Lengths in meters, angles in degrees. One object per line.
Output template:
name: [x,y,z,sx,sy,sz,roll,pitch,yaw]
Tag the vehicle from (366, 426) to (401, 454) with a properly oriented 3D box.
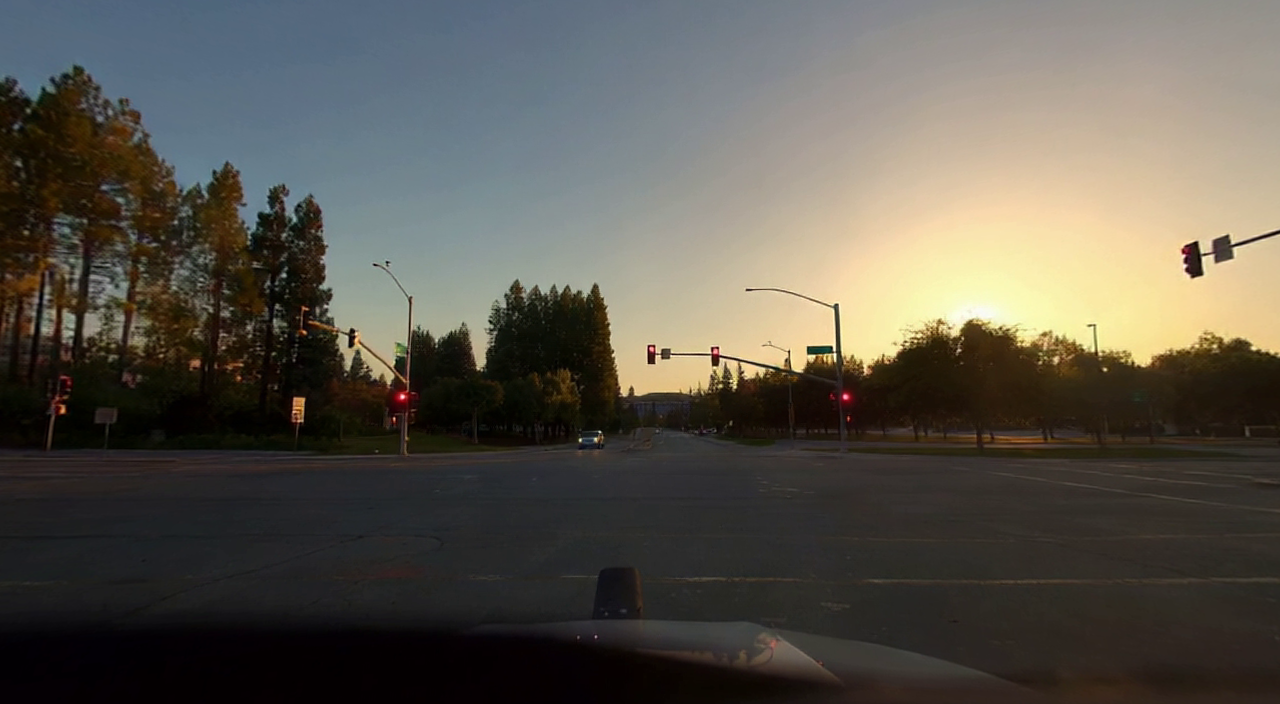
vehicle: [-20.018,6.860,48.876,1.873,2.079,2.879,5,-10,-33]
